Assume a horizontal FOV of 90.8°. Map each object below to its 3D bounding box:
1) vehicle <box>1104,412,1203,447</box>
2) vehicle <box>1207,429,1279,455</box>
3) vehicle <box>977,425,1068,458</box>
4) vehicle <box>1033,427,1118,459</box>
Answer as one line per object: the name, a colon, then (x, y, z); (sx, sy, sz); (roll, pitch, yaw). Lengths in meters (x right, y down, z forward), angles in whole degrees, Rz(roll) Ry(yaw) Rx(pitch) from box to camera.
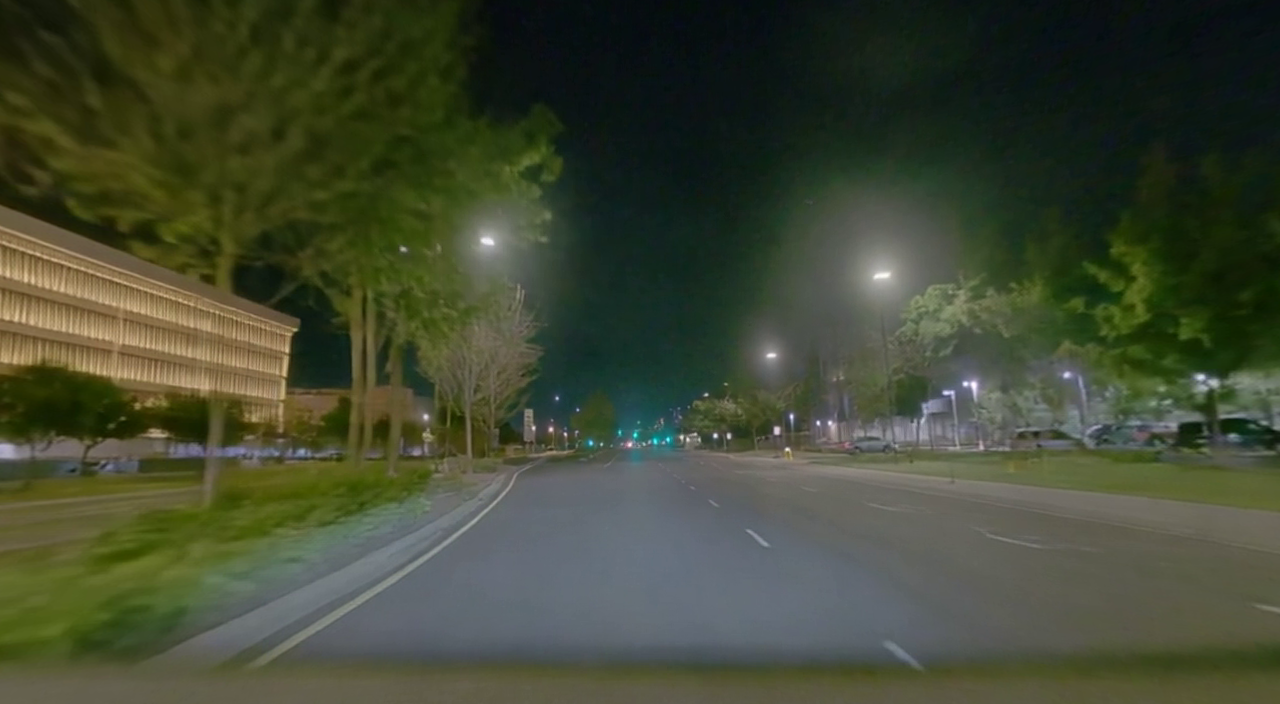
vehicle: (31.257, 4.819, 38.651); (2.007, 1.782, 4.355); (-3, -10, -5)
vehicle: (36.484, 5.388, 37.803); (1.578, 1.401, 3.547); (-3, -9, -2)
vehicle: (22.886, 5.391, 38.053); (2.133, 1.853, 5.009); (0, -8, -3)
vehicle: (25.780, 5.408, 37.598); (1.874, 1.808, 4.159); (0, -8, -3)
